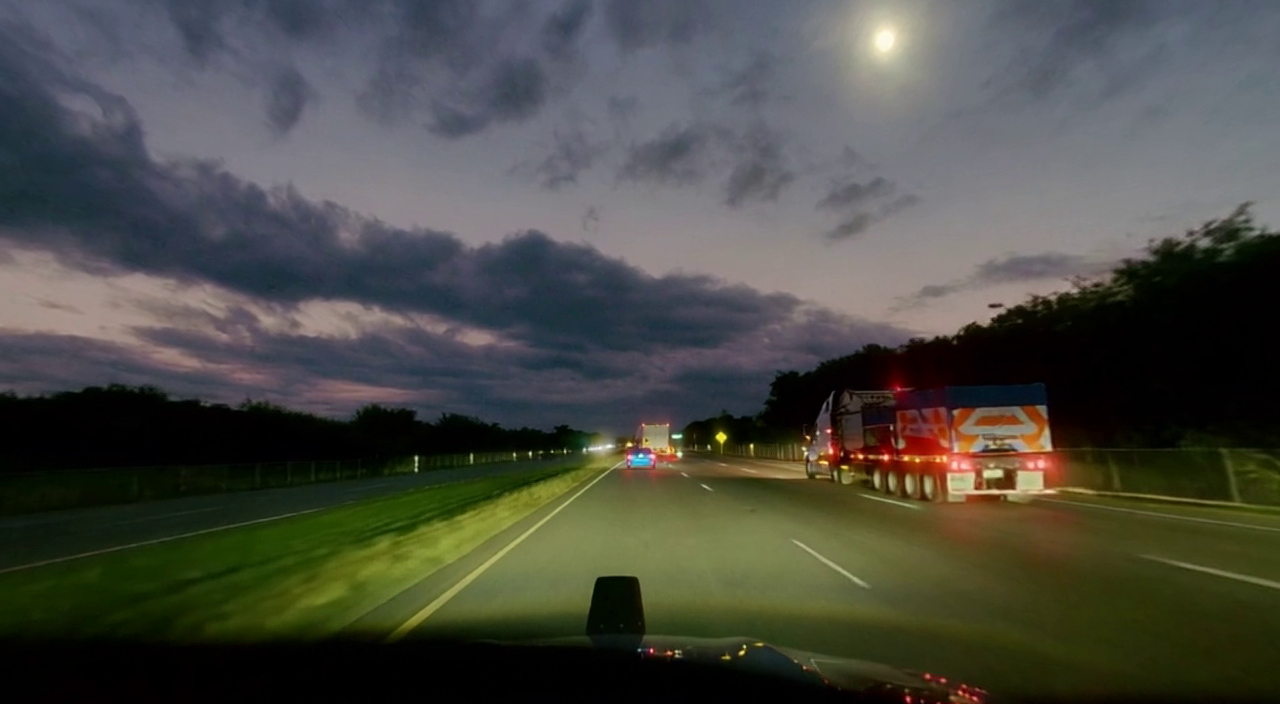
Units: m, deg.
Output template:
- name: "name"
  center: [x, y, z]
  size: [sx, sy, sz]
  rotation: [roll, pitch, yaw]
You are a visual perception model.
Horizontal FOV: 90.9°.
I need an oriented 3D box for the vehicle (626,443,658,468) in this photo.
- name: "vehicle"
  center: [0.123, 6.896, 42.175]
  size: [2.065, 1.573, 3.734]
  rotation: [0, -9, 0]
